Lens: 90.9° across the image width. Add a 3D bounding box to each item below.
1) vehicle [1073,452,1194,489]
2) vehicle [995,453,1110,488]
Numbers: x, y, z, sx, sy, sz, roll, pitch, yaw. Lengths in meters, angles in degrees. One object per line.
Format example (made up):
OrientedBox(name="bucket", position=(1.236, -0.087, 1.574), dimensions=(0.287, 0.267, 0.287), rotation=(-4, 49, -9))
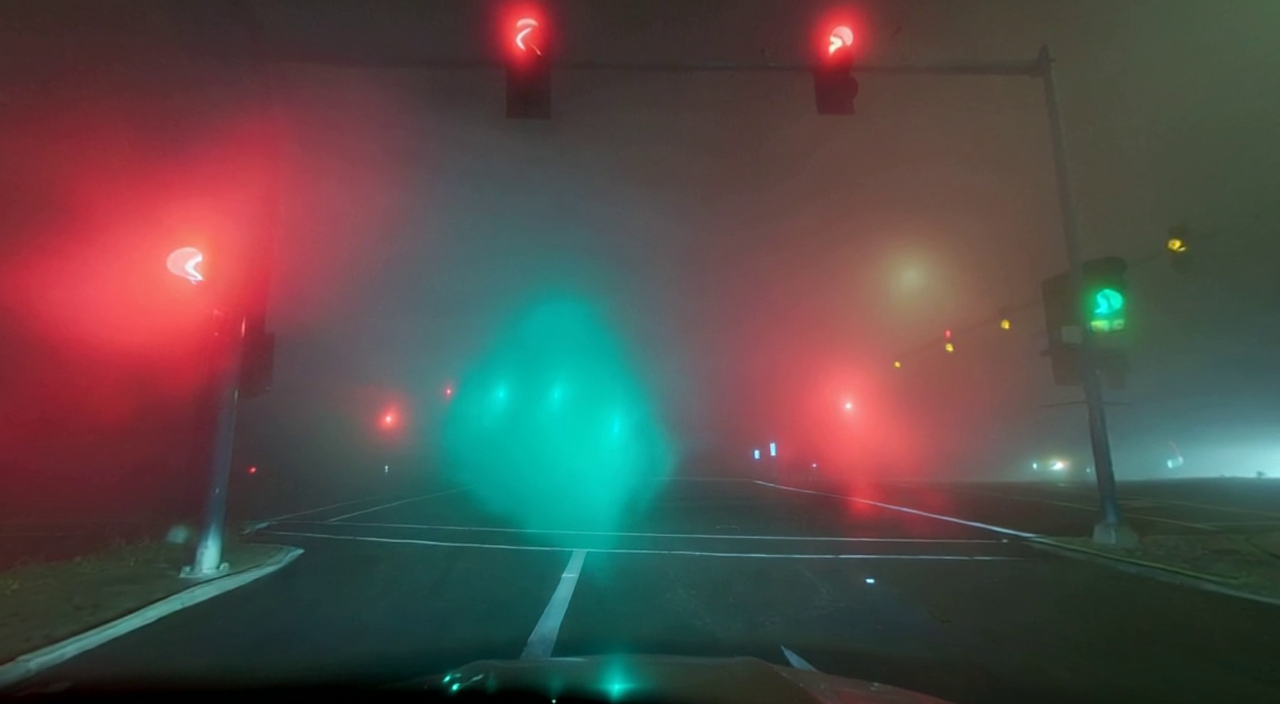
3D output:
OrientedBox(name="vehicle", position=(22.722, 5.470, 29.085), dimensions=(3.998, 1.590, 1.936), rotation=(1, -12, -6))
OrientedBox(name="vehicle", position=(21.219, 6.135, 32.489), dimensions=(4.455, 1.647, 2.124), rotation=(1, -12, -6))
